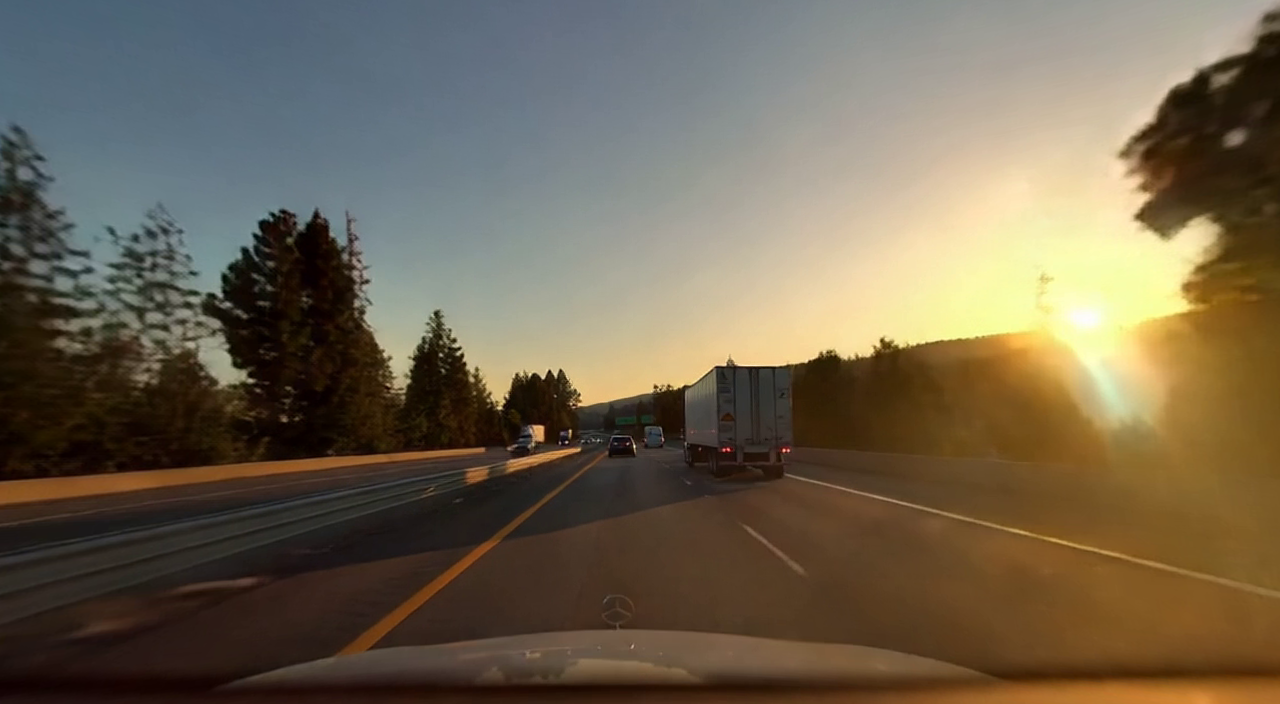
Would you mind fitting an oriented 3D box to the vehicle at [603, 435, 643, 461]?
[{"bbox_3d":[-0.994,5.646,37.326,2.259,1.466,3.693,0,-8,-1],"label":"vehicle"}]

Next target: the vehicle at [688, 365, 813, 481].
[{"bbox_3d":[3.658,2.678,23.322,2.921,3.526,8.207,0,-8,-1],"label":"vehicle"}]
